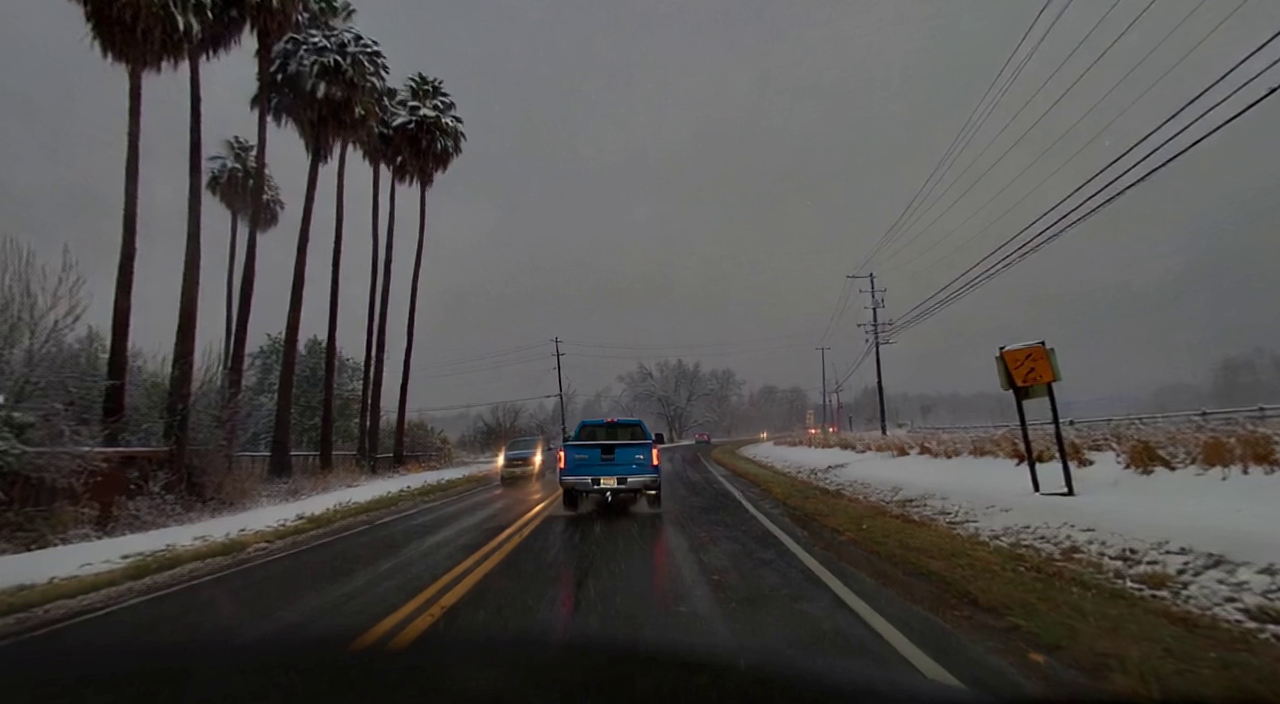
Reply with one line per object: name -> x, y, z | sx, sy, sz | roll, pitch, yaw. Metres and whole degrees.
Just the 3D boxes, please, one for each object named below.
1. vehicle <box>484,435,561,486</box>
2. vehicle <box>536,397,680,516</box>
vehicle -> -4.610, 4.319, 25.534 | 2.128, 1.834, 4.877 | 0, -8, 0
vehicle -> -0.671, 2.400, 14.909 | 2.693, 2.223, 5.885 | 0, -8, -1
